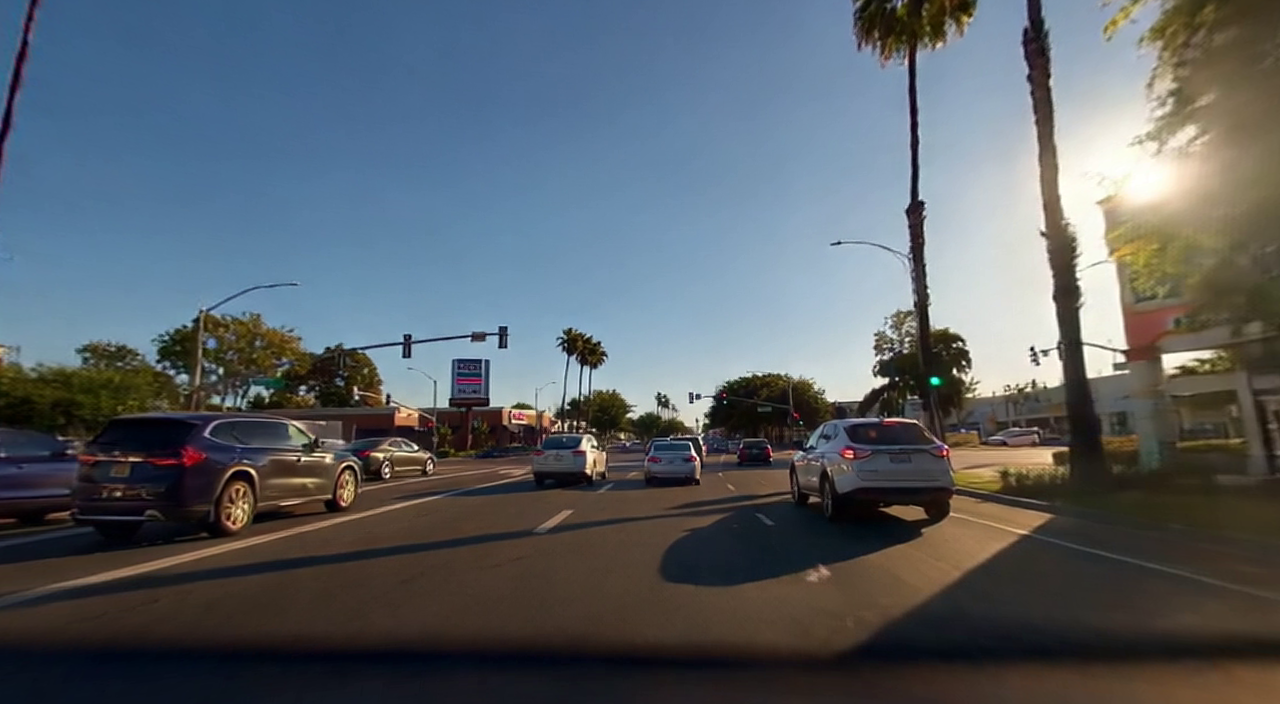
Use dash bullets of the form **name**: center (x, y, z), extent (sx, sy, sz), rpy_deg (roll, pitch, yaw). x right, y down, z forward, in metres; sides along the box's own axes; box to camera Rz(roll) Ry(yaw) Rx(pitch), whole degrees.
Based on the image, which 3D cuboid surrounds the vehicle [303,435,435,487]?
- **vehicle**: center (-8.593, 3.480, 20.551), extent (2.017, 1.472, 4.418), rpy_deg (-1, -8, 6)

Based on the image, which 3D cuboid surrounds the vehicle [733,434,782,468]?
- **vehicle**: center (5.703, 4.862, 31.043), extent (2.149, 1.532, 4.168), rpy_deg (-2, -8, 9)

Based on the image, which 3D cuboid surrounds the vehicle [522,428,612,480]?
- **vehicle**: center (-2.625, 3.841, 24.066), extent (2.088, 1.746, 4.650), rpy_deg (-2, -9, 11)

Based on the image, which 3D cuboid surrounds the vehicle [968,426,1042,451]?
- **vehicle**: center (28.723, 6.878, 49.866), extent (4.557, 1.848, 2.008), rpy_deg (-2, -9, 12)

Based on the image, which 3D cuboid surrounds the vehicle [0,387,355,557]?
- **vehicle**: center (-6.546, 1.682, 9.481), extent (2.127, 1.888, 4.637), rpy_deg (-1, -8, 3)

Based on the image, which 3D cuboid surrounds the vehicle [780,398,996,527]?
- **vehicle**: center (4.295, 2.038, 12.130), extent (2.267, 1.931, 5.145), rpy_deg (-1, -8, 3)

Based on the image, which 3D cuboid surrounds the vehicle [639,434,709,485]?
- **vehicle**: center (1.121, 3.470, 20.601), extent (2.057, 1.492, 3.825), rpy_deg (-1, -8, 4)
